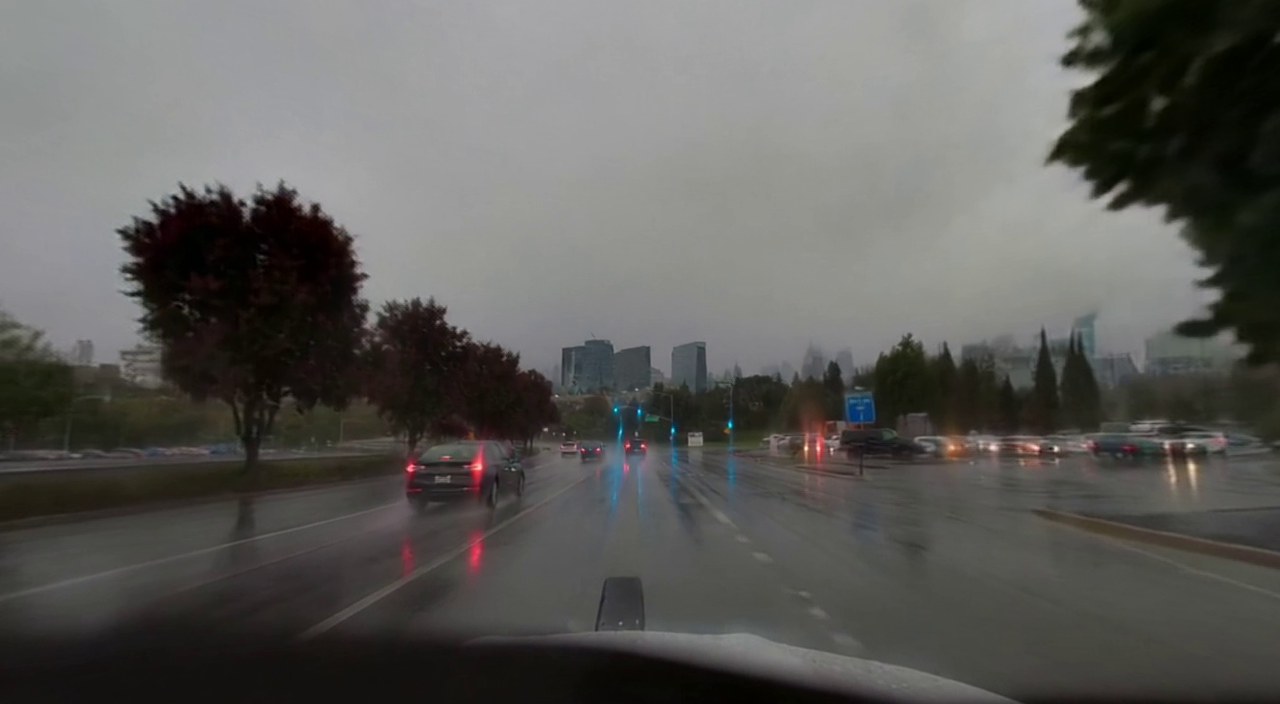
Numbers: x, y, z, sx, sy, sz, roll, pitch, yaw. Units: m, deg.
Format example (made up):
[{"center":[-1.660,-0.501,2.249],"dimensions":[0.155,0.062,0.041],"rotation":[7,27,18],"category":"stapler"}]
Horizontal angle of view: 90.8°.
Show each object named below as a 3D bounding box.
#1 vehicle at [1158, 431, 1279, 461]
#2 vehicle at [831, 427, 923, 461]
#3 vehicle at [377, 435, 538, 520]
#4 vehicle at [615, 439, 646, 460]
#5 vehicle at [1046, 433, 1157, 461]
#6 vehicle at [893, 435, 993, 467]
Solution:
[{"center":[29.700,4.784,32.235],"dimensions":[4.650,1.445,1.982],"rotation":[-5,-10,28],"category":"vehicle"},{"center":[14.951,5.803,39.810],"dimensions":[5.394,1.994,2.228],"rotation":[4,-9,-26],"category":"vehicle"},{"center":[-3.627,2.564,13.542],"dimensions":[1.920,1.480,4.549],"rotation":[0,-8,2],"category":"vehicle"},{"center":[-0.663,7.290,47.216],"dimensions":[2.231,1.481,4.489],"rotation":[0,-8,1],"category":"vehicle"},{"center":[25.179,5.217,34.681],"dimensions":[4.528,1.450,1.889],"rotation":[-4,-9,26],"category":"vehicle"},{"center":[14.939,4.851,31.093],"dimensions":[4.505,1.472,2.020],"rotation":[4,-9,-26],"category":"vehicle"}]
